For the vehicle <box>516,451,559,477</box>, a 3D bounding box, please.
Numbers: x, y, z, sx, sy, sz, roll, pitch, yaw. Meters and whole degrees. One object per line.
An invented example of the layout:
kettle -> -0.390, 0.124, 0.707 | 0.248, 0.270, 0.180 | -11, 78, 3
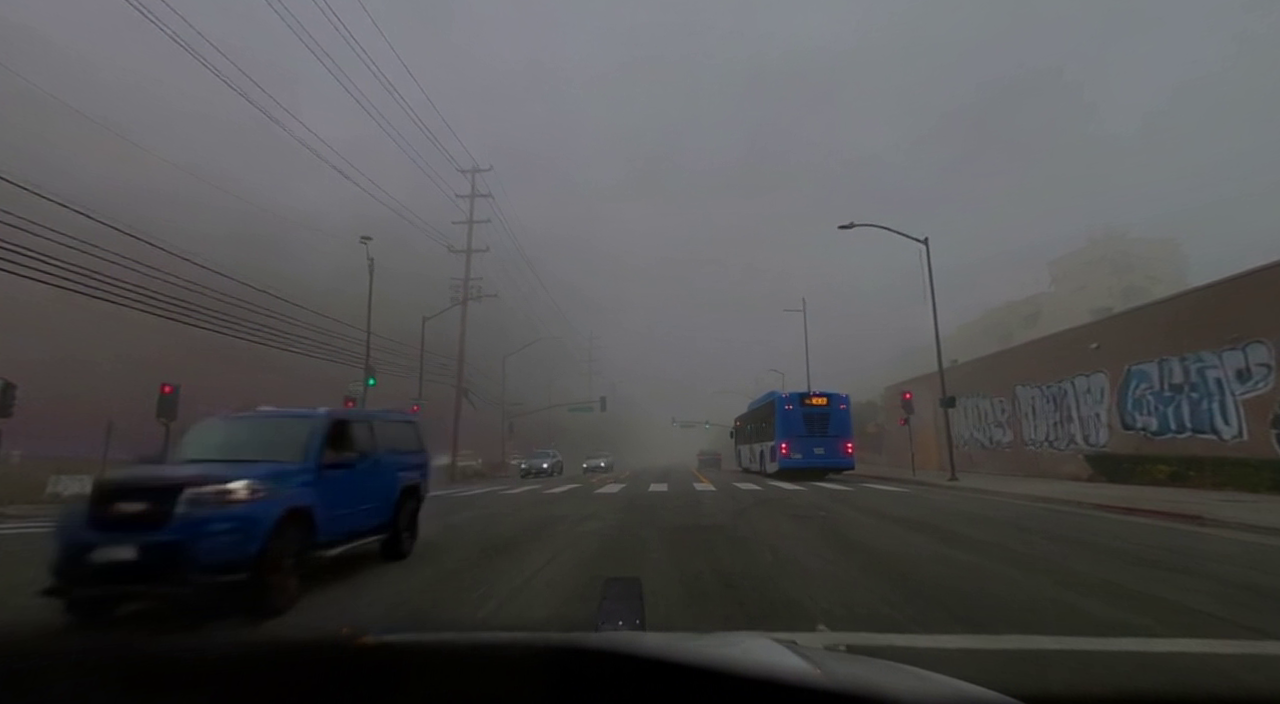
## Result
vehicle -> -7.232, 7.951, 44.991 | 2.011, 1.672, 4.637 | -1, -8, 4

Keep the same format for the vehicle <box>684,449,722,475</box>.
vehicle -> 3.801, 6.721, 38.949 | 1.961, 1.470, 4.196 | 0, -8, 1

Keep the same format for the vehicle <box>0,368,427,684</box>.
vehicle -> -3.736, 1.302, 5.786 | 2.015, 1.818, 4.061 | -1, -8, 2

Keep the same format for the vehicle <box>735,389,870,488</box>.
vehicle -> 6.635, 3.953, 28.476 | 3.045, 3.447, 12.604 | 0, -8, 2
